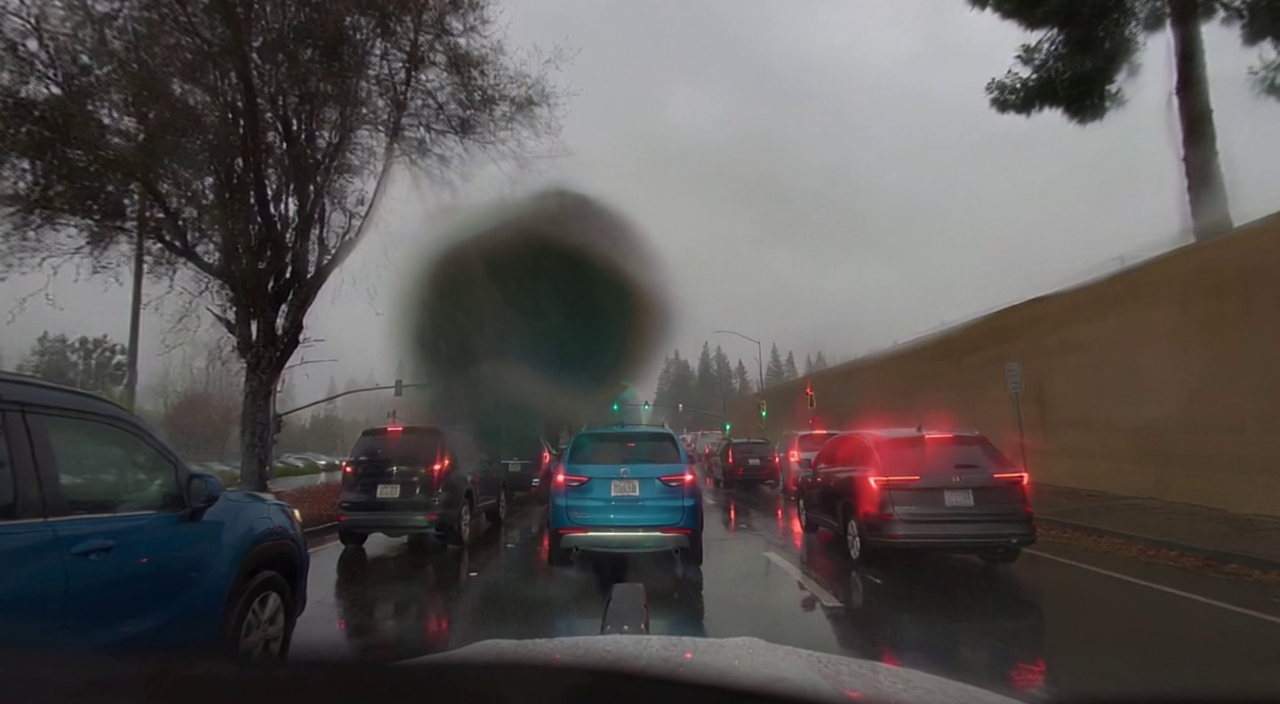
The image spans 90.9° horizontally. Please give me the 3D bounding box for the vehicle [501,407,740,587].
[{"bbox_3d":[-0.155,1.659,7.974,2.245,1.677,3.913,0,-8,1],"label":"vehicle"}]

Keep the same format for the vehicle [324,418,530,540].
[{"bbox_3d":[-3.502,2.183,11.530,2.067,1.759,4.631,0,-8,1],"label":"vehicle"}]

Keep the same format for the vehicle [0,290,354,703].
[{"bbox_3d":[-3.515,0.827,3.118,2.070,1.913,4.450,0,-8,0],"label":"vehicle"}]

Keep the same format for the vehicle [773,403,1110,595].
[{"bbox_3d":[3.142,1.620,7.819,2.029,1.702,4.281,0,-8,0],"label":"vehicle"}]
